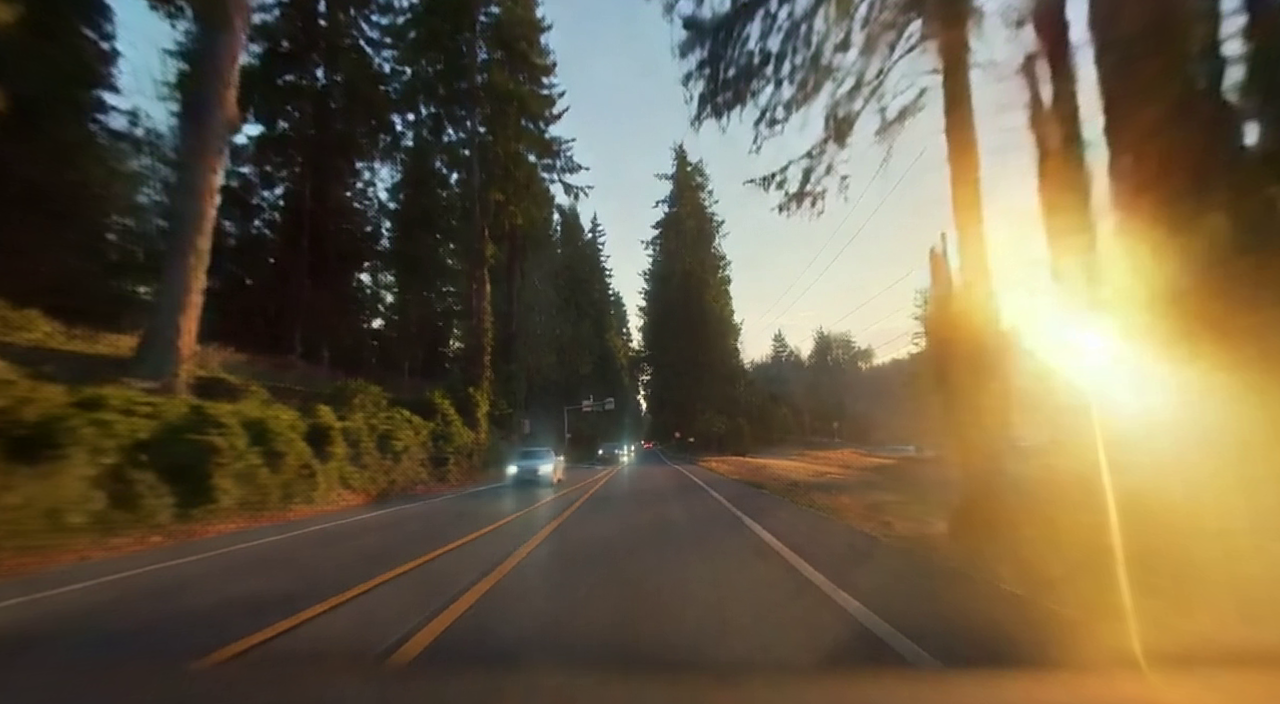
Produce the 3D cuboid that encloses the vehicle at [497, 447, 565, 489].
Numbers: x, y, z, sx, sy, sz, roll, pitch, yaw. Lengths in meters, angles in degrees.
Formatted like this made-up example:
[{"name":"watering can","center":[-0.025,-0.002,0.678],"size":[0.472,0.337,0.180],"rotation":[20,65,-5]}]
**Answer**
[{"name":"vehicle","center":[-4.111,4.426,24.339],"size":[1.816,1.473,3.689],"rotation":[-1,-9,2]}]
